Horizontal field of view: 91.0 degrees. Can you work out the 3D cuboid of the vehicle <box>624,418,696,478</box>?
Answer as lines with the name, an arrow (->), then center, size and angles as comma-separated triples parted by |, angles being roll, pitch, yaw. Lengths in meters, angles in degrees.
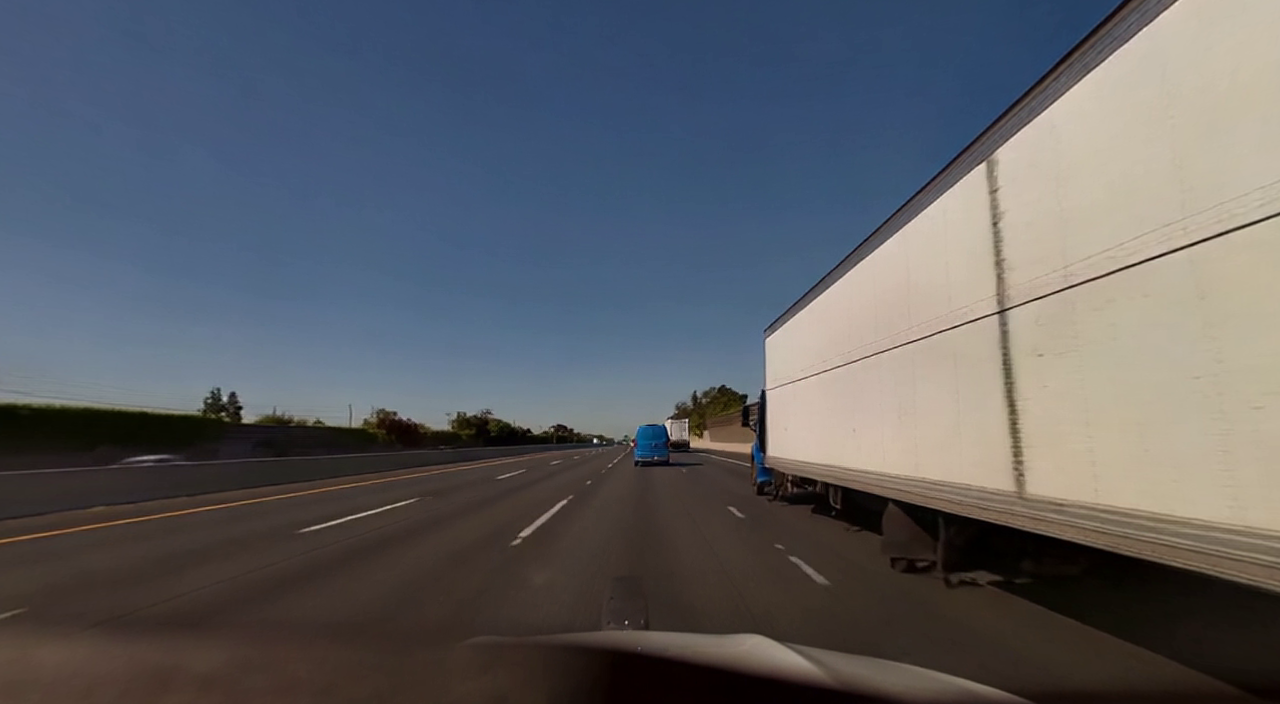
vehicle -> 0.738, 3.638, 23.989 | 2.469, 2.027, 4.554 | 0, -8, 1

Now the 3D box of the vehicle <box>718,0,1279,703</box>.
vehicle -> 4.079, 0.504, 9.238 | 3.892, 4.216, 16.830 | 0, -8, 1
